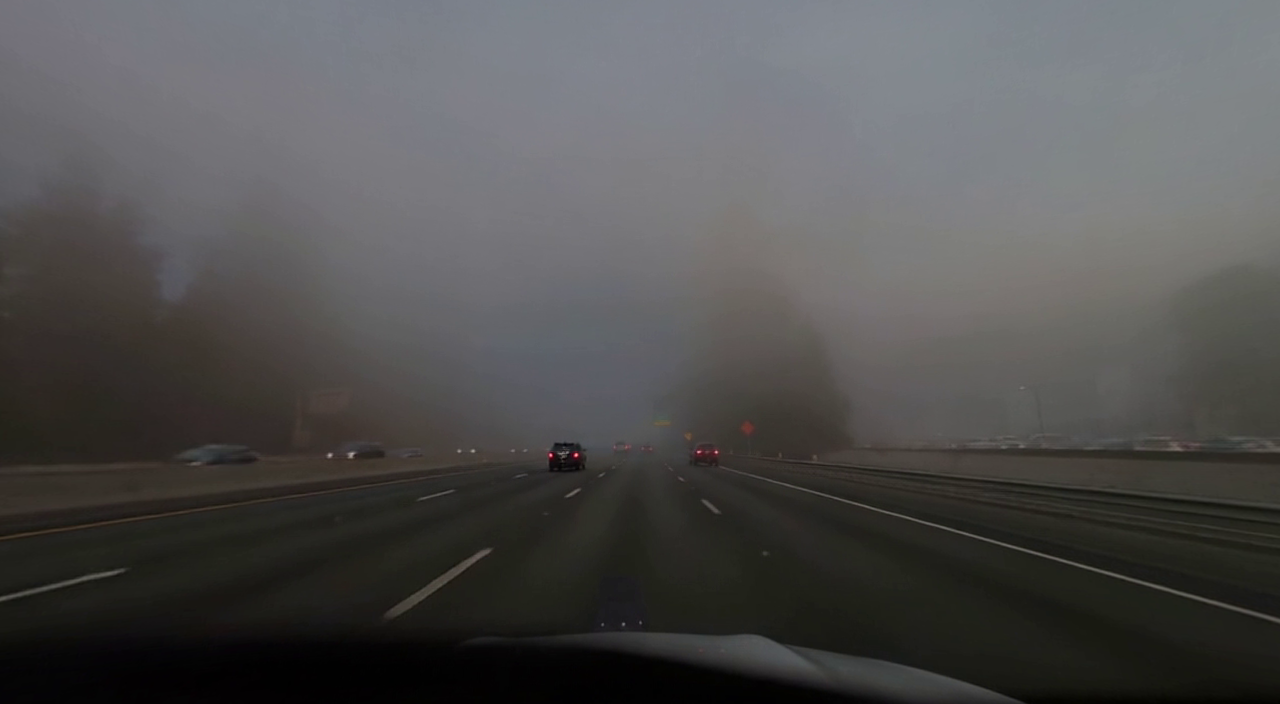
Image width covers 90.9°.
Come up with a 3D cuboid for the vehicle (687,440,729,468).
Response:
[{"bbox_3d":[4.349,6.589,40.899,2.229,1.704,4.392,0,-8,0],"label":"vehicle"}]

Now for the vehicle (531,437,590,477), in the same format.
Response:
[{"bbox_3d":[-3.703,4.990,30.296,2.196,1.733,4.355,0,-8,1],"label":"vehicle"}]

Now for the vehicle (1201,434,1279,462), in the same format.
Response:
[{"bbox_3d":[37.247,5.910,38.833,3.612,1.451,1.747,-3,-9,0],"label":"vehicle"}]

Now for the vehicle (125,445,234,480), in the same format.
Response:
[{"bbox_3d":[-21.061,5.045,29.078,1.815,1.438,4.158,0,-8,1],"label":"vehicle"}]
